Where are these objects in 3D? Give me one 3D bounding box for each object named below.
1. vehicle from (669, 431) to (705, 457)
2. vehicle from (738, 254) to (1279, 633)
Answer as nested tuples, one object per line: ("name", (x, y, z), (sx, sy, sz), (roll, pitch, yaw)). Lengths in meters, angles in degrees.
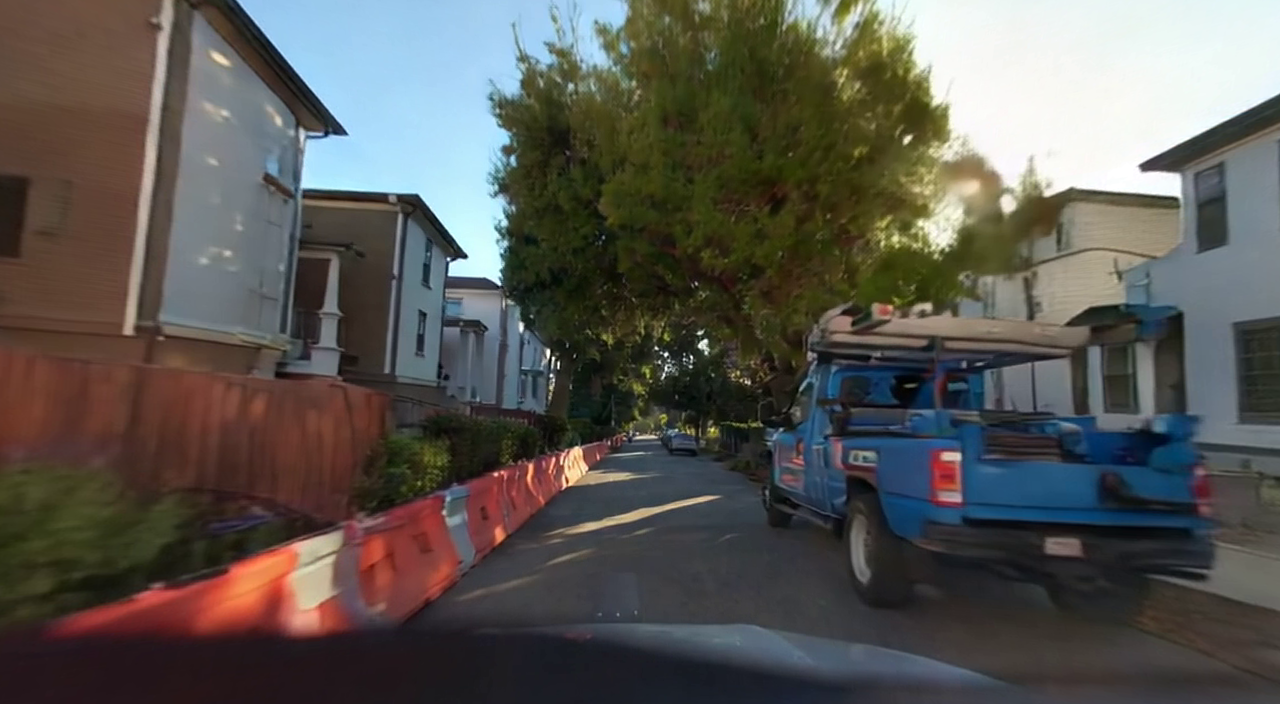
("vehicle", (3.267, 6.416, 44.258), (2.066, 1.739, 4.234), (0, -7, -2))
("vehicle", (3.250, 1.033, 7.793), (2.879, 2.801, 6.142), (0, -7, -2))
